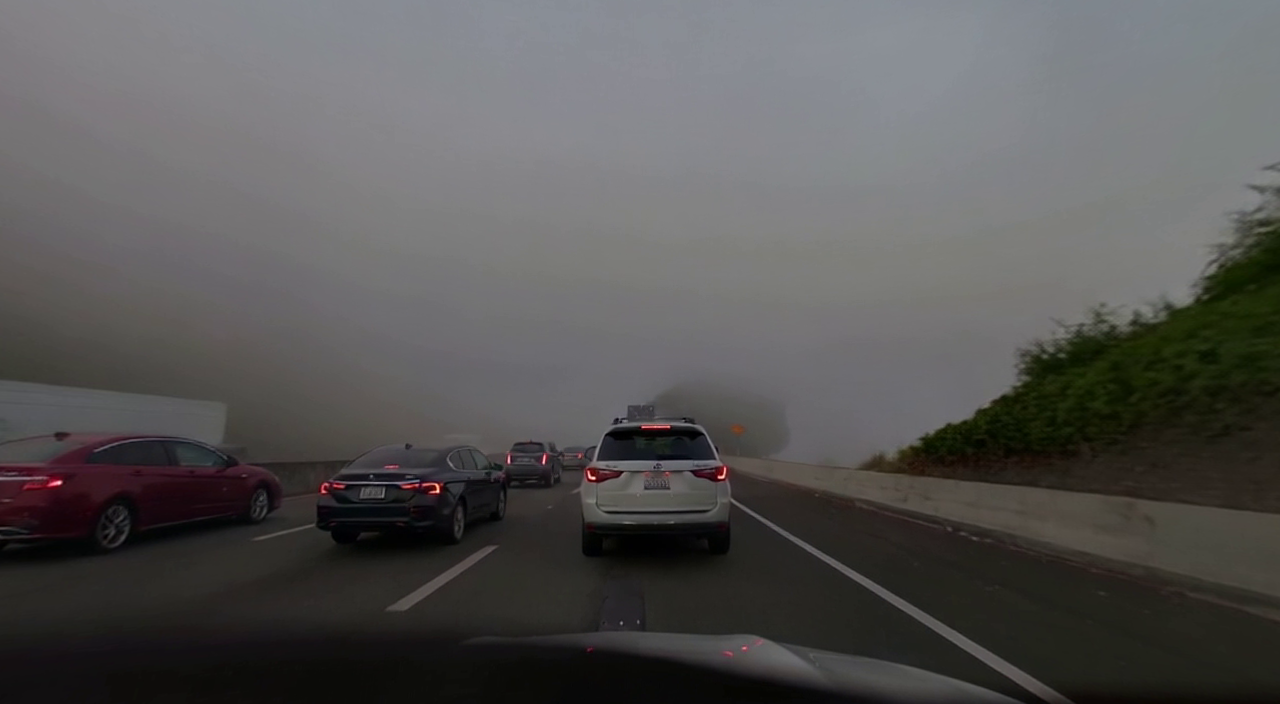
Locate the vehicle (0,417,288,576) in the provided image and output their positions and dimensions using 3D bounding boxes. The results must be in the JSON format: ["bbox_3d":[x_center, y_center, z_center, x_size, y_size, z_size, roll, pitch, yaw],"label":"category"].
[{"bbox_3d":[-7.467,1.929,9.187,1.986,1.700,4.558,0,-9,1],"label":"vehicle"}]

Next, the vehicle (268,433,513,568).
[{"bbox_3d":[-3.243,2.005,9.203,1.917,1.506,3.949,0,-9,1],"label":"vehicle"}]

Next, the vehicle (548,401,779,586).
[{"bbox_3d":[0.185,1.772,8.806,2.210,1.760,5.303,0,-9,-1],"label":"vehicle"}]
